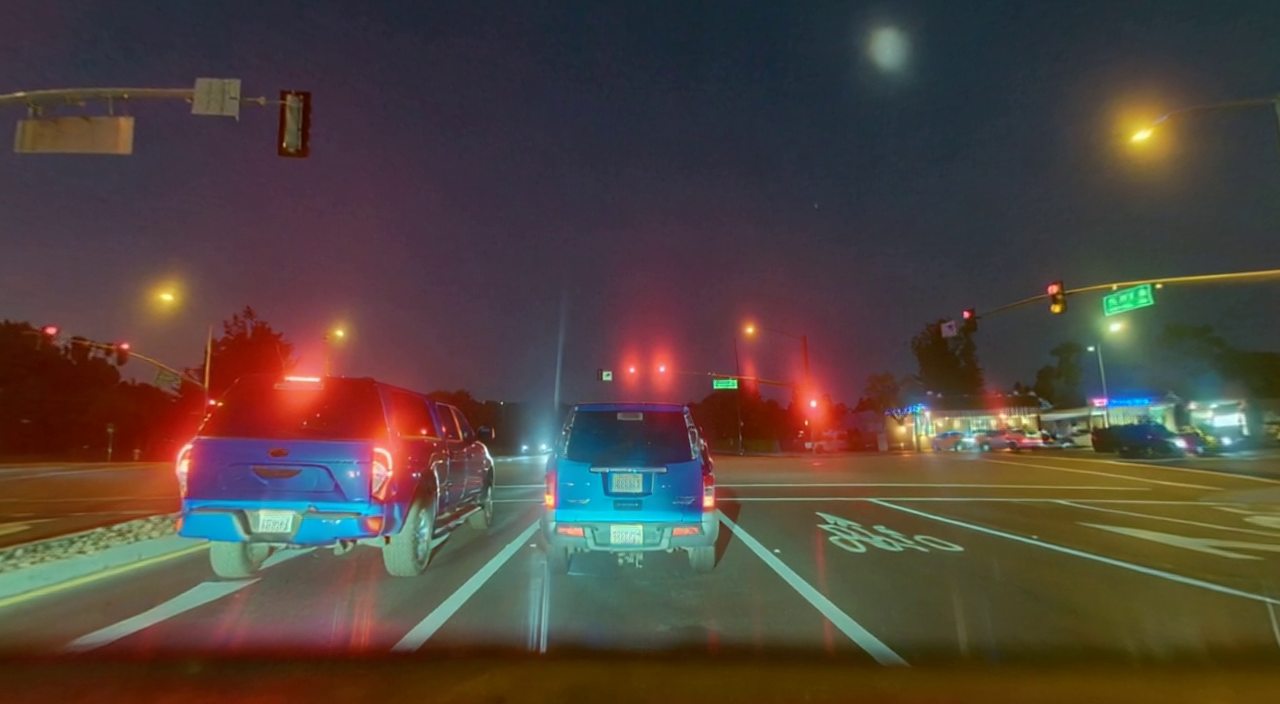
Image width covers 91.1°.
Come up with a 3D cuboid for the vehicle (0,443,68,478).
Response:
[{"bbox_3d":[-32.168,5.456,31.699,4.406,1.682,2.040,0,-8,-2],"label":"vehicle"}]

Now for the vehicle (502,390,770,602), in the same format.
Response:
[{"bbox_3d":[-0.060,1.531,7.609,2.204,1.738,4.690,0,-8,-1],"label":"vehicle"}]

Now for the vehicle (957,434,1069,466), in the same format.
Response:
[{"bbox_3d":[19.314,5.068,32.597,4.624,1.601,1.871,0,-8,-3],"label":"vehicle"}]

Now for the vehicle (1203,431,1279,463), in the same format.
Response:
[{"bbox_3d":[36.073,5.519,36.510,4.714,1.754,2.041,0,-8,-2],"label":"vehicle"}]

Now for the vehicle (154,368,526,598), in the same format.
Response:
[{"bbox_3d":[-2.968,1.451,7.786,2.220,1.926,4.870,0,-8,-1],"label":"vehicle"}]

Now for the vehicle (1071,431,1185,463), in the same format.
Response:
[{"bbox_3d":[27.944,5.423,36.041,4.849,1.759,2.041,0,-8,-2],"label":"vehicle"}]
